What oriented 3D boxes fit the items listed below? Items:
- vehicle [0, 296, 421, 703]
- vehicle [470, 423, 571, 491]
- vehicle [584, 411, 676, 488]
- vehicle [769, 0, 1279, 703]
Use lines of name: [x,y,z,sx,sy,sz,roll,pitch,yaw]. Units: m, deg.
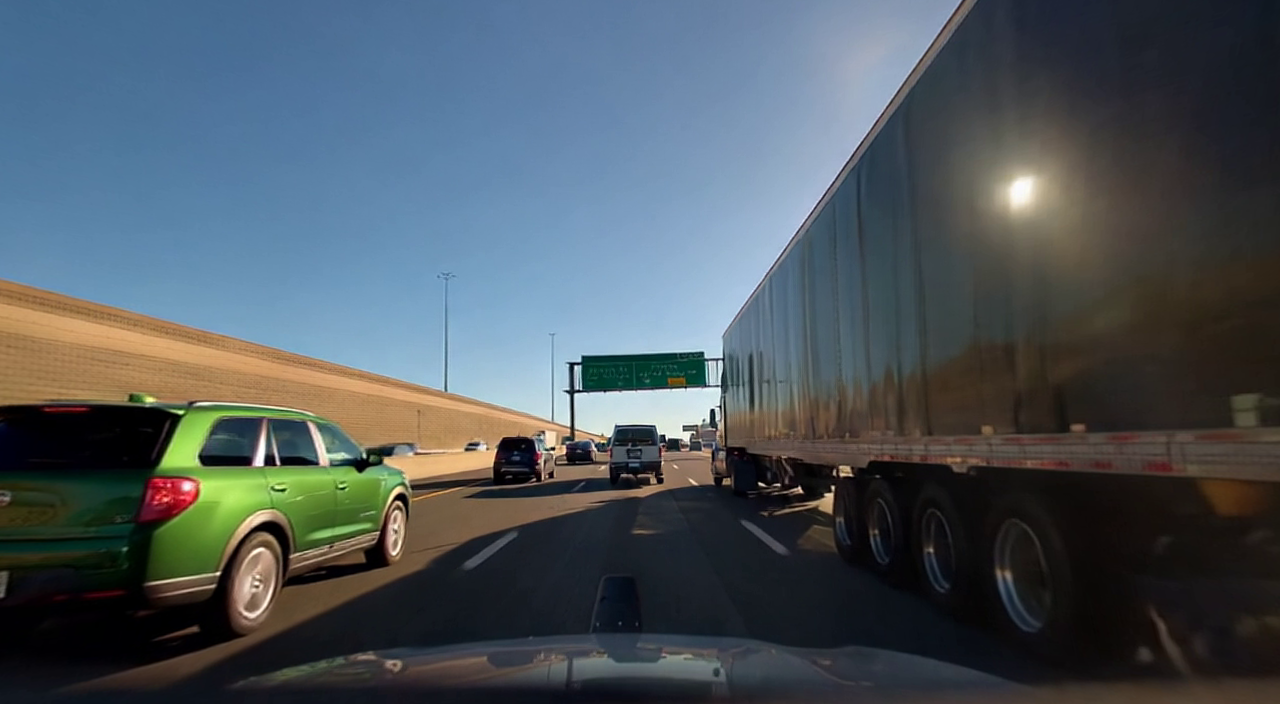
vehicle: [-3.408,0.985,4.100,2.193,1.803,4.958,0,-8,0]
vehicle: [-3.504,3.185,19.431,2.120,1.812,4.659,0,-8,1]
vehicle: [-0.330,3.280,21.408,2.704,2.216,5.804,0,-8,-1]
vehicle: [3.655,-0.317,2.732,2.852,4.121,16.210,0,-8,0]
